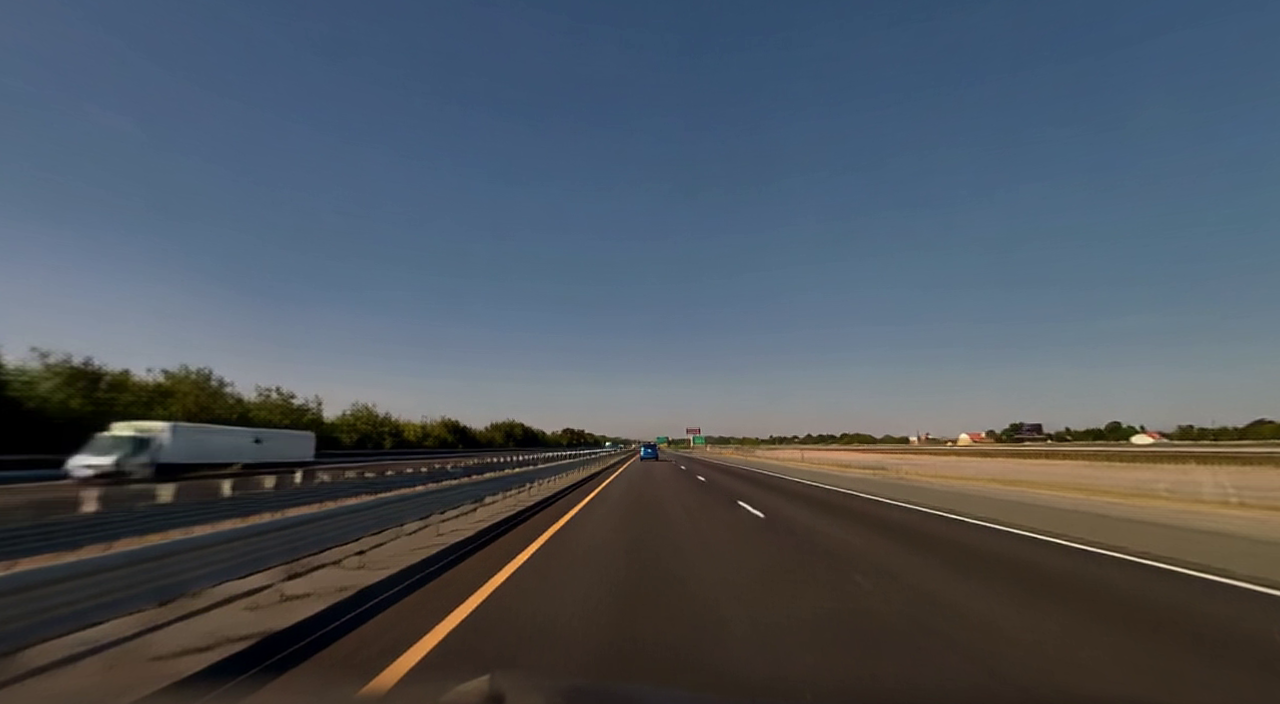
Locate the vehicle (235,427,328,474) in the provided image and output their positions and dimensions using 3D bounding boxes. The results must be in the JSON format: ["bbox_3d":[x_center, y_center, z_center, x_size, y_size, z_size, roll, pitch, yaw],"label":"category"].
[{"bbox_3d":[-27.483,7.591,48.809,2.698,3.293,7.299,-1,-8,1],"label":"vehicle"}]

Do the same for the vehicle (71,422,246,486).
[{"bbox_3d":[-27.617,5.904,37.007,2.887,3.239,9.240,0,-8,0],"label":"vehicle"}]
